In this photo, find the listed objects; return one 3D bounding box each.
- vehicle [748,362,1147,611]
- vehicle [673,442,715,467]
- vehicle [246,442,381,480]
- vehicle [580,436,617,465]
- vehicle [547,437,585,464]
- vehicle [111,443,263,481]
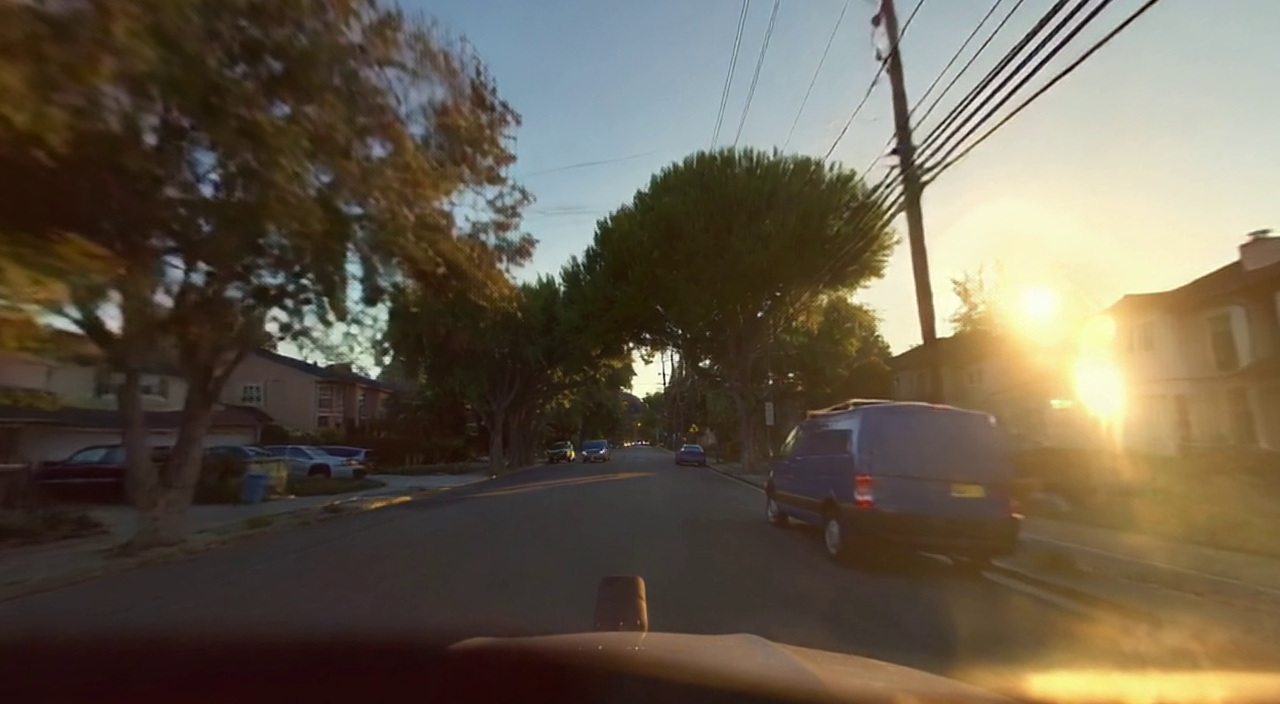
[{"bbox_3d":[3.015,1.497,7.935,2.311,2.069,5.156,0,-8,-1],"label":"vehicle"},{"bbox_3d":[3.314,6.373,39.362,1.944,1.439,4.500,0,-9,-4],"label":"vehicle"},{"bbox_3d":[-13.284,4.454,25.948,4.443,1.475,1.932,0,-9,-1],"label":"vehicle"},{"bbox_3d":[-2.747,6.686,43.027,2.032,1.836,4.520,0,-8,2],"label":"vehicle"},{"bbox_3d":[-5.555,7.524,48.168,2.263,1.915,5.071,0,-8,1],"label":"vehicle"},{"bbox_3d":[-18.435,4.473,25.874,4.615,1.482,2.073,0,-8,2],"label":"vehicle"}]
